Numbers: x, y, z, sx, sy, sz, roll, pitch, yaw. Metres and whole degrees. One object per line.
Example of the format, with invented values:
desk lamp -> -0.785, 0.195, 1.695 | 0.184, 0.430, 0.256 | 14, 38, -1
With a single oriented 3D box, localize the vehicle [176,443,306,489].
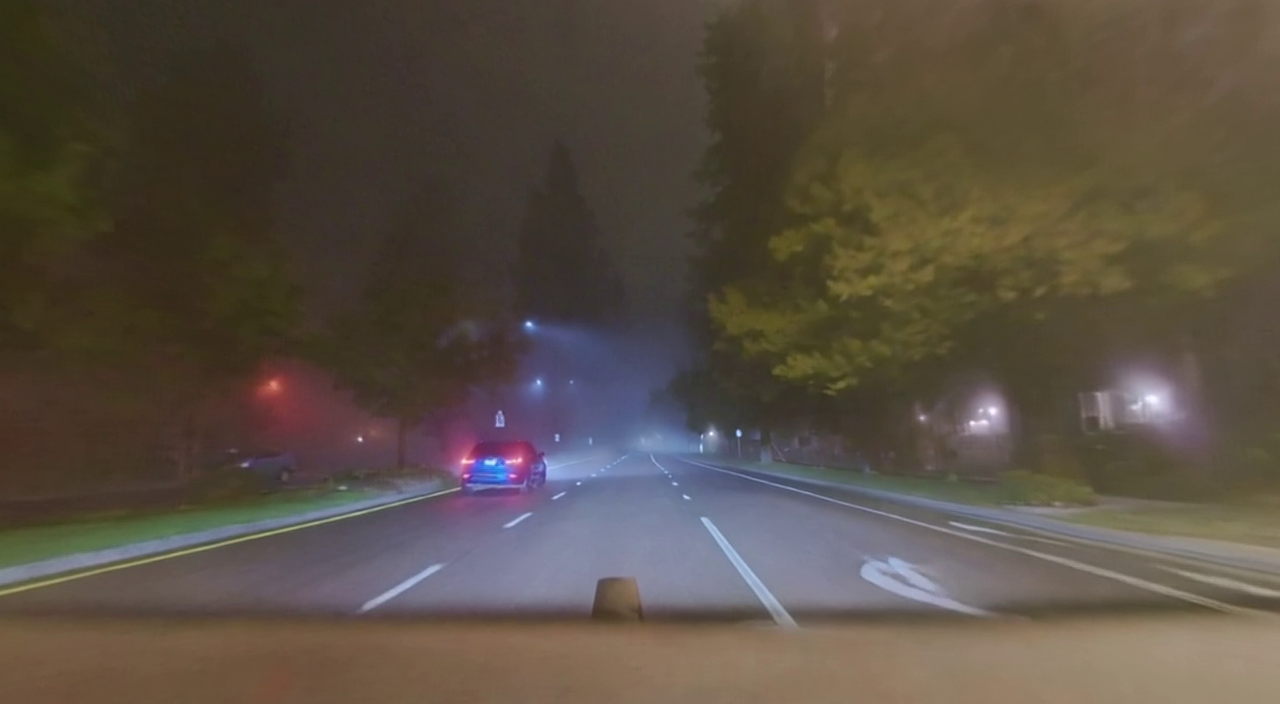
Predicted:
vehicle -> -16.676, 4.752, 26.804 | 2.202, 1.724, 4.934 | -1, -8, 1

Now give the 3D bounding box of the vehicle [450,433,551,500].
vehicle -> -3.971, 3.329, 18.818 | 1.993, 1.733, 4.262 | -1, -8, 1
